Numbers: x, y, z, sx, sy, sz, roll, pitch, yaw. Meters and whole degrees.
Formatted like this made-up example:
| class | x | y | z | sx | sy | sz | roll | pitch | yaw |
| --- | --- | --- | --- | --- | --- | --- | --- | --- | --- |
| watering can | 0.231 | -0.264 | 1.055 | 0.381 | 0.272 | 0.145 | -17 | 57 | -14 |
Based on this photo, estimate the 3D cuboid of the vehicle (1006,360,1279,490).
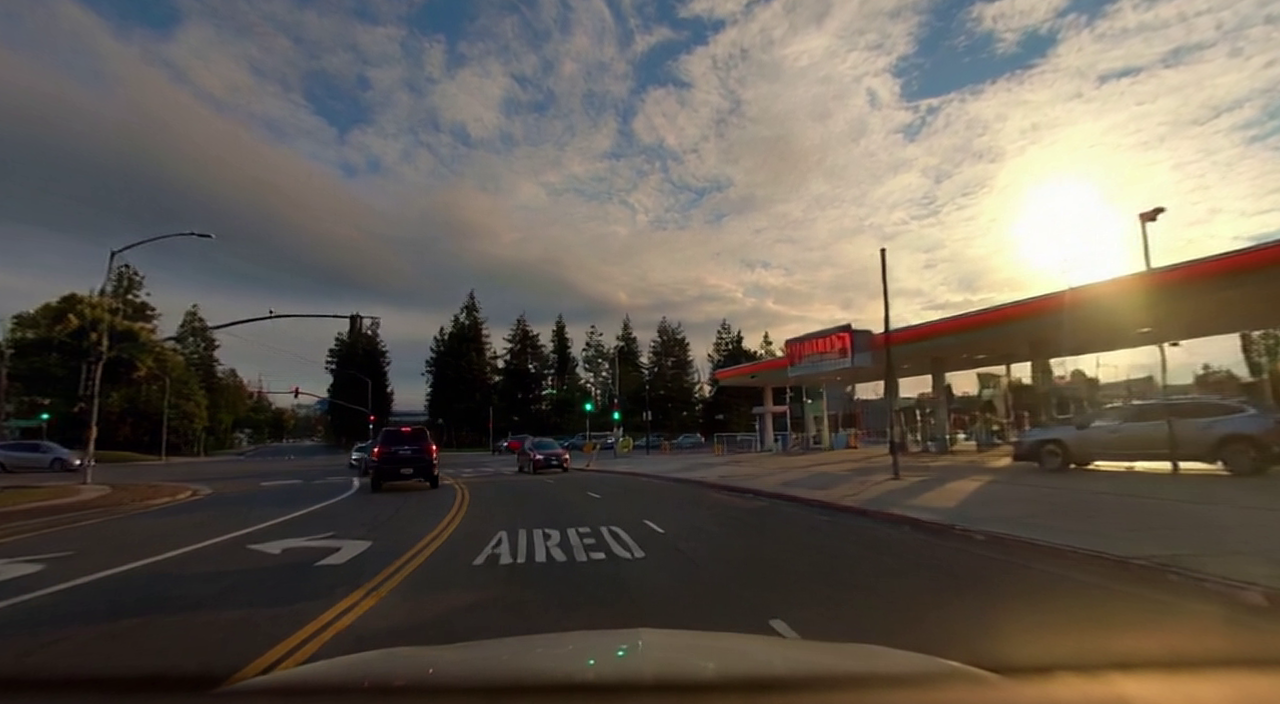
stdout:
| class | x | y | z | sx | sy | sz | roll | pitch | yaw |
| --- | --- | --- | --- | --- | --- | --- | --- | --- | --- |
| vehicle | 15.124 | 2.119 | 17.610 | 2.906 | 3.106 | 7.741 | 8 | -11 | -40 |

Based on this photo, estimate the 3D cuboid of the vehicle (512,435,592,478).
| class | x | y | z | sx | sy | sz | roll | pitch | yaw |
| --- | --- | --- | --- | --- | --- | --- | --- | --- | --- |
| vehicle | -4.241 | 4.874 | 29.634 | 2.202 | 1.822 | 4.826 | 5 | -10 | -27 |

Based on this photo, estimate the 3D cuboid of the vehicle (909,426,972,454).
| class | x | y | z | sx | sy | sz | roll | pitch | yaw |
| --- | --- | --- | --- | --- | --- | --- | --- | --- | --- |
| vehicle | 20.328 | 5.998 | 42.556 | 4.595 | 1.764 | 2.160 | 8 | -12 | -42 |

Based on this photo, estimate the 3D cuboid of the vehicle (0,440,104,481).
| class | x | y | z | sx | sy | sz | roll | pitch | yaw |
| --- | --- | --- | --- | --- | --- | --- | --- | --- | --- |
| vehicle | -27.508 | 4.868 | 28.370 | 4.632 | 1.757 | 2.073 | 5 | -10 | -28 |

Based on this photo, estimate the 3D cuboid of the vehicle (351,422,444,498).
| class | x | y | z | sx | sy | sz | roll | pitch | yaw |
| --- | --- | --- | --- | --- | --- | --- | --- | --- | --- |
| vehicle | -7.348 | 3.276 | 19.411 | 2.254 | 2.006 | 4.766 | 3 | -9 | -19 |
